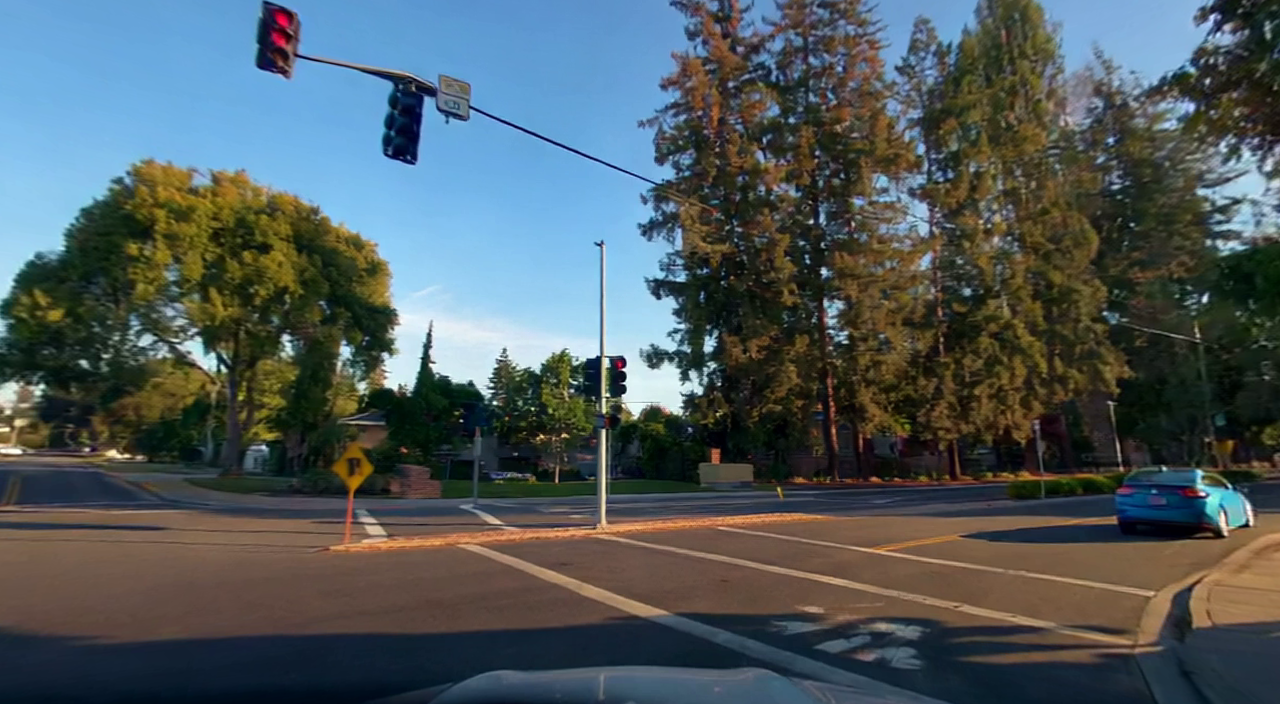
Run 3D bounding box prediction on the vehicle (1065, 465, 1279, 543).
[{"bbox_3d":[10.940,2.930,12.604,5.282,1.250,1.972,7,-12,-32],"label":"vehicle"}]
